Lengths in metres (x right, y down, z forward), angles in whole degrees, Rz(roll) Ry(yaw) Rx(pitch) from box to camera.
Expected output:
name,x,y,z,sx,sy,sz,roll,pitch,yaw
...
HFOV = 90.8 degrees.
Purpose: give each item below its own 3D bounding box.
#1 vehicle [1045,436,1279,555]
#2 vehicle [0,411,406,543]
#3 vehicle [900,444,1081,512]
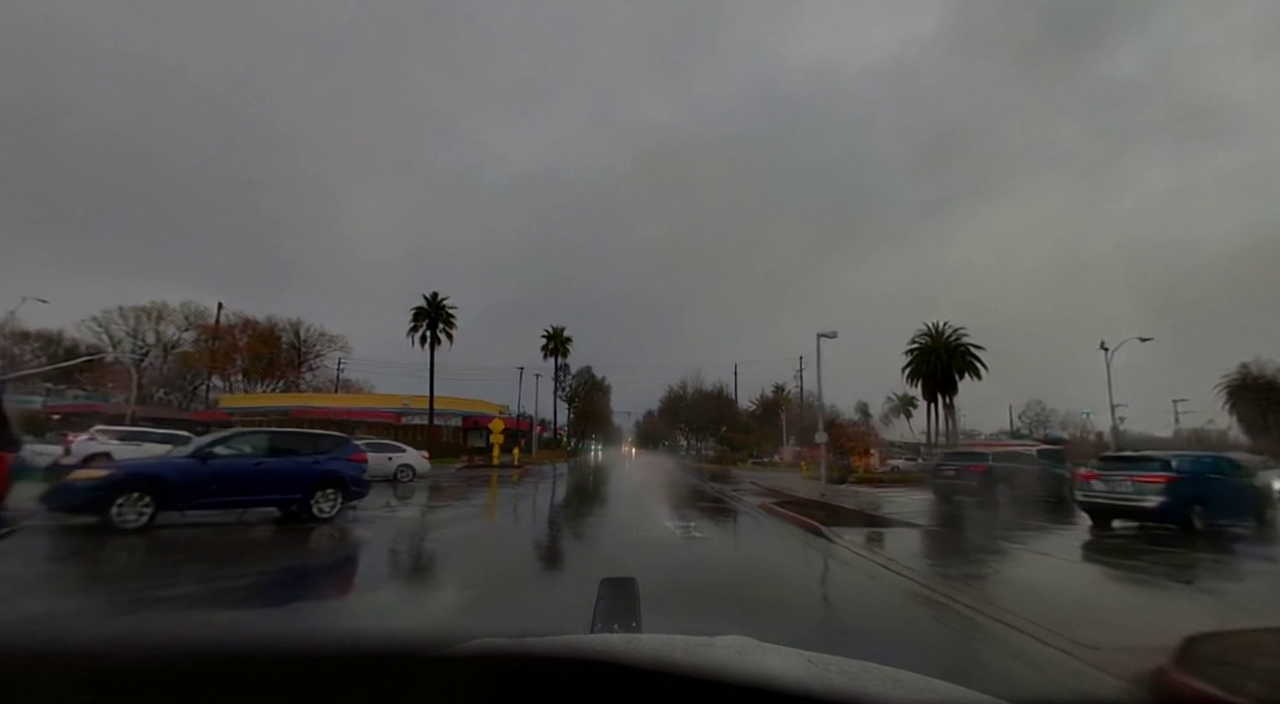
name,x,y,z,sx,sy,sz,roll,pitch,yaw
vehicle,9.987,2.525,11.636,4.758,1.759,2.068,6,-11,-28
vehicle,-6.058,1.726,9.234,4.542,1.483,2.174,5,-10,-31
vehicle,9.598,3.367,17.258,4.651,1.610,2.157,6,-11,-30
